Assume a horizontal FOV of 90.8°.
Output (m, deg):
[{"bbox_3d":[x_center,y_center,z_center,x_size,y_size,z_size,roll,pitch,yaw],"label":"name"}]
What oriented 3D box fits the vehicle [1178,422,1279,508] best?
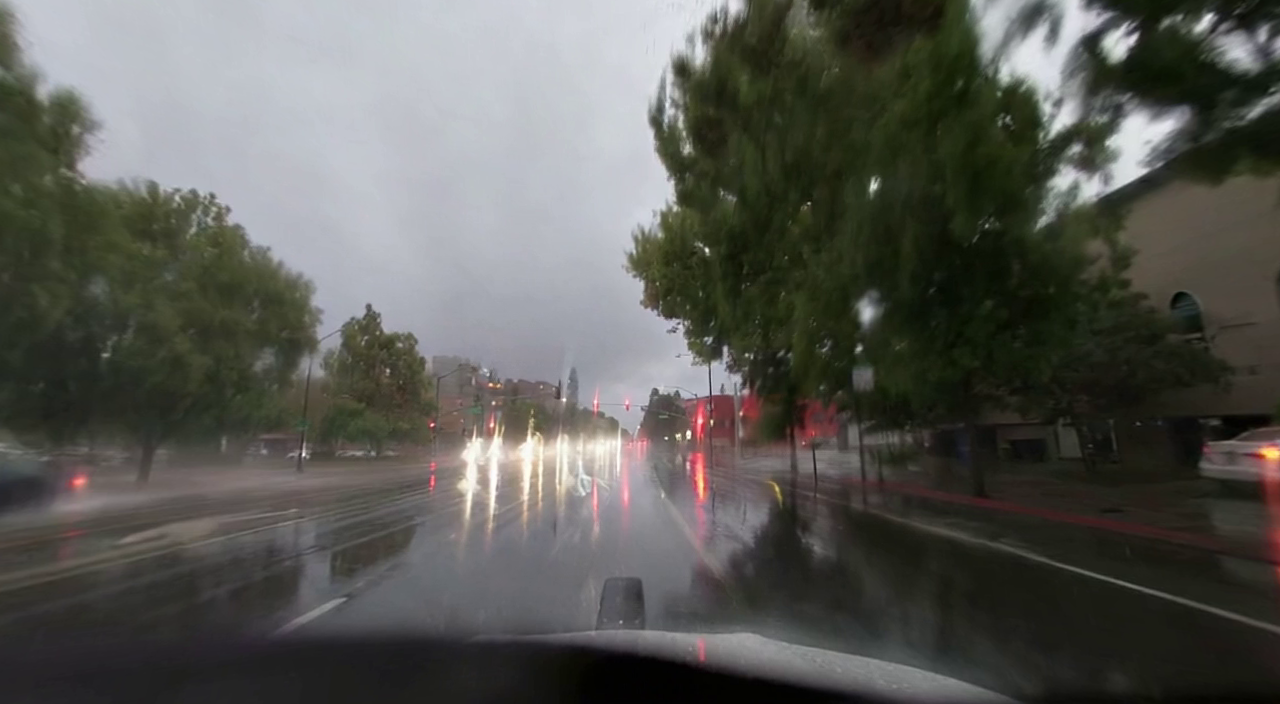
[{"bbox_3d":[12.895,2.054,11.698,3.922,1.449,2.033,0,-9,1],"label":"vehicle"}]
